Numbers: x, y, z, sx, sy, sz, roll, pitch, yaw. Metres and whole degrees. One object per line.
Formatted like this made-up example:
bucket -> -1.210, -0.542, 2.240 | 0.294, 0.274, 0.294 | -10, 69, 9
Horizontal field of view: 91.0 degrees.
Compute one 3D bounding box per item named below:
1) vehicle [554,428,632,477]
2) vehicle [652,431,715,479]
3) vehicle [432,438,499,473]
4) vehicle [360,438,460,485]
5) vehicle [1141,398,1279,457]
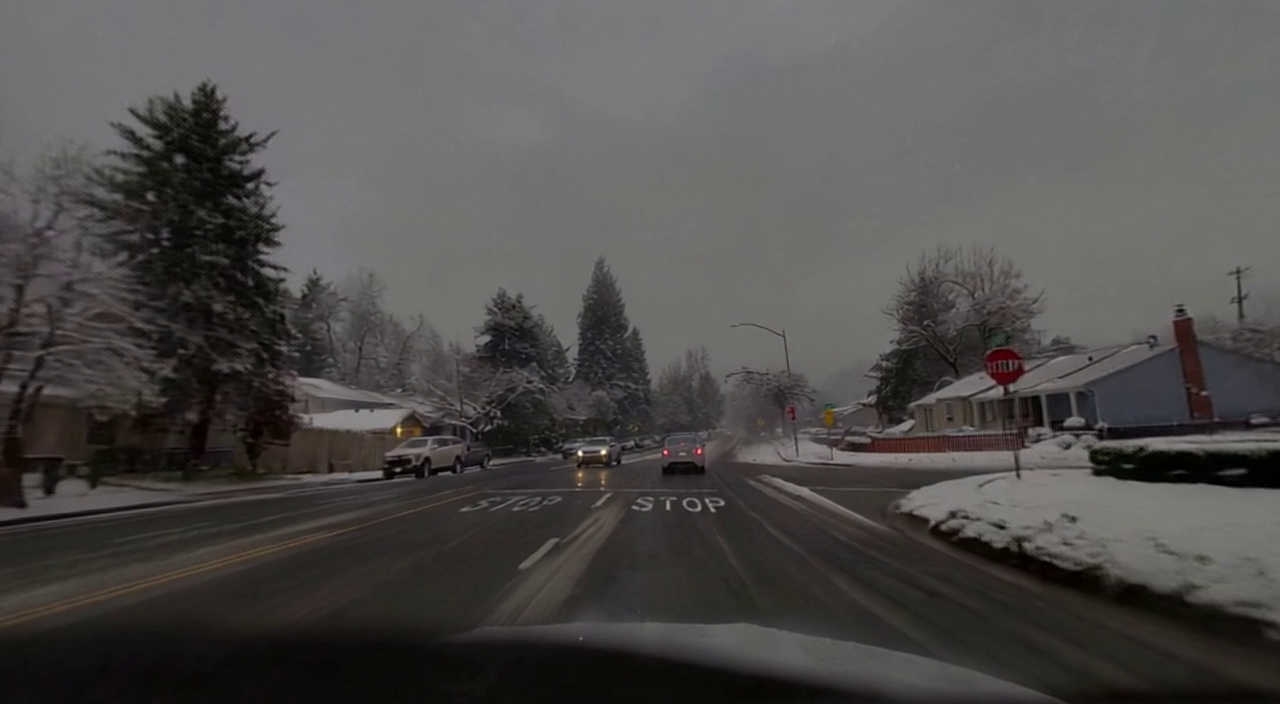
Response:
vehicle -> -1.661, 3.848, 24.194 | 2.178, 1.695, 4.339 | -1, -9, 7
vehicle -> 1.595, 3.541, 21.777 | 1.955, 1.459, 4.383 | -1, -9, 7
vehicle -> -10.238, 6.138, 37.311 | 2.076, 1.864, 4.730 | -4, -10, 8
vehicle -> -11.328, 5.374, 31.607 | 2.191, 1.980, 5.888 | -5, -8, 8
vehicle -> 19.117, 2.376, 19.542 | 4.989, 1.564, 2.007 | -3, -13, 11
